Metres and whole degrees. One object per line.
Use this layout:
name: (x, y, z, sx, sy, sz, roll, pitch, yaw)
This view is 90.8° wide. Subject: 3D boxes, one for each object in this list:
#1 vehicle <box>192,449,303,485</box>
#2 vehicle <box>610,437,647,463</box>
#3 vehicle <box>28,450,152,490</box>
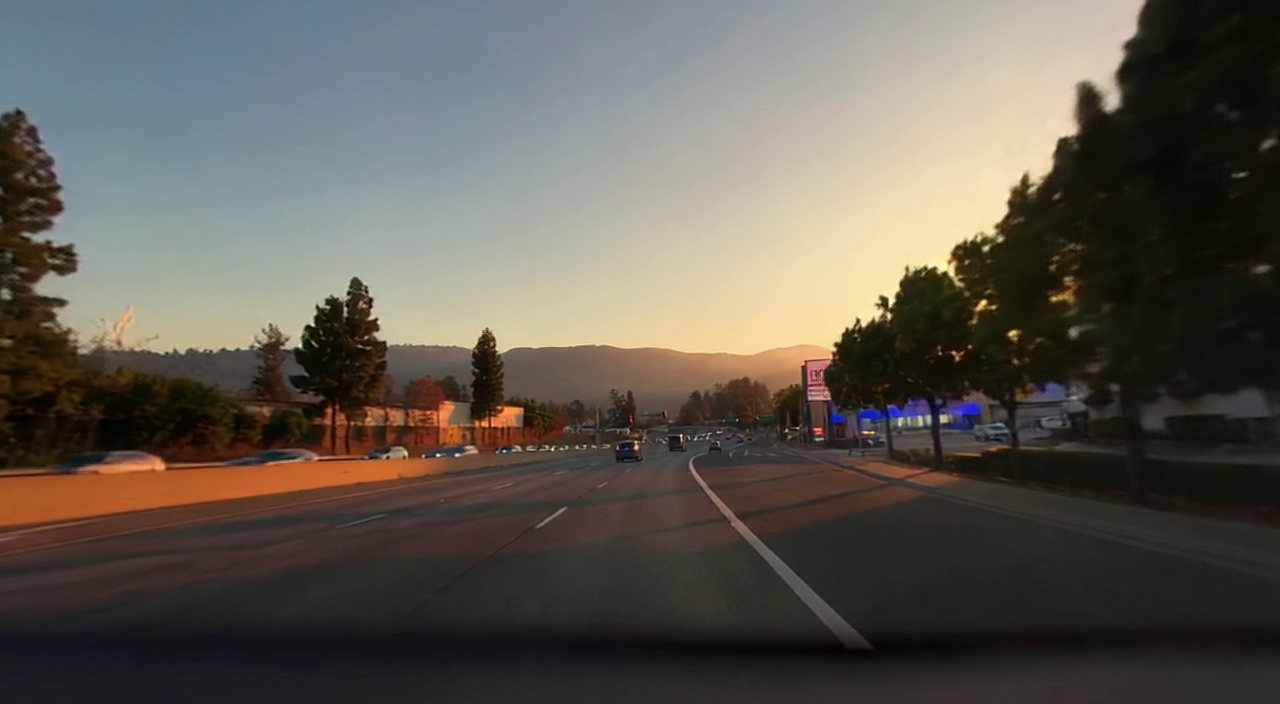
vehicle: (-17.859, 5.218, 29.043, 1.879, 1.483, 4.697, -1, -8, 4)
vehicle: (-0.796, 7.047, 45.697, 2.139, 1.782, 4.079, -1, -8, 6)
vehicle: (-24.320, 5.185, 28.162, 1.803, 1.619, 3.952, -1, -8, 3)
